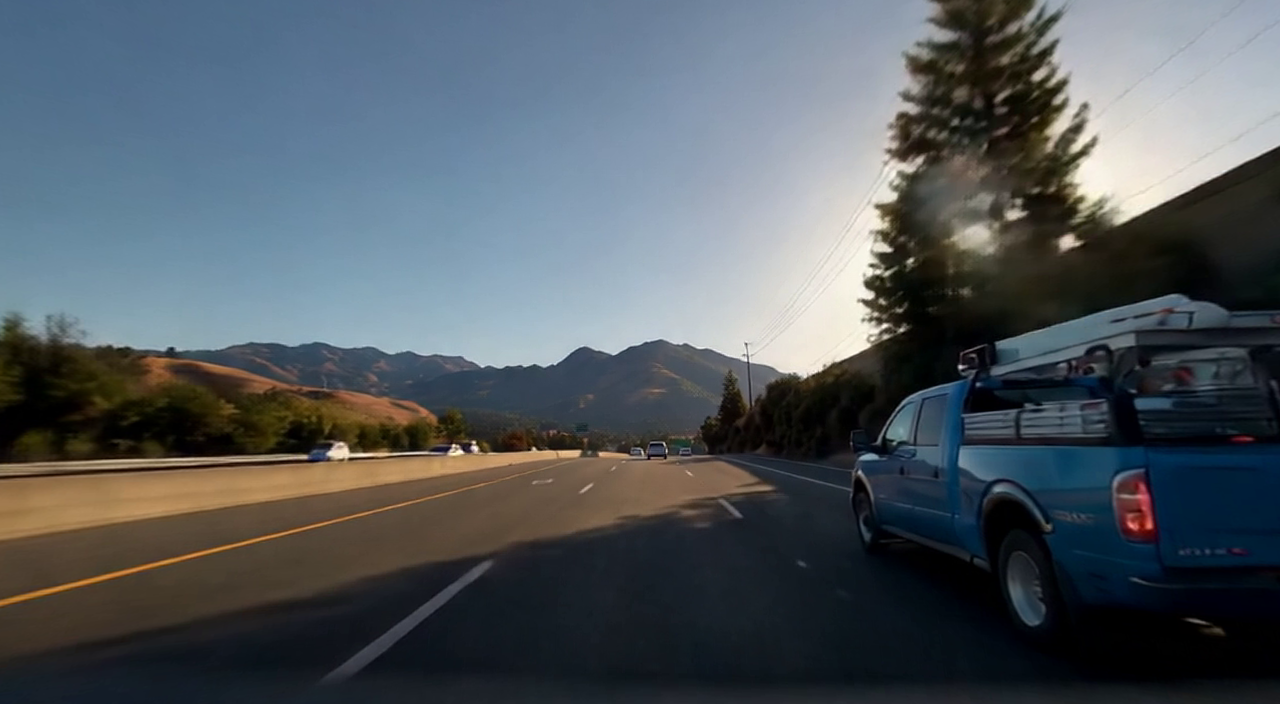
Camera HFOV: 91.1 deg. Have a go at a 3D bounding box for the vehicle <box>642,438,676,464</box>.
[{"bbox_3d":[1.148,6.385,40.489,2.034,1.549,4.147,0,-9,0],"label":"vehicle"}]

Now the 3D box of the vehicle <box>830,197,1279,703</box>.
[{"bbox_3d":[3.759,0.891,4.877,2.538,2.228,6.370,0,-9,0],"label":"vehicle"}]

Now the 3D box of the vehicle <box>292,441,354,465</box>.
[{"bbox_3d":[-25.082,8.015,49.886,2.176,1.793,4.917,-1,-9,3],"label":"vehicle"}]
